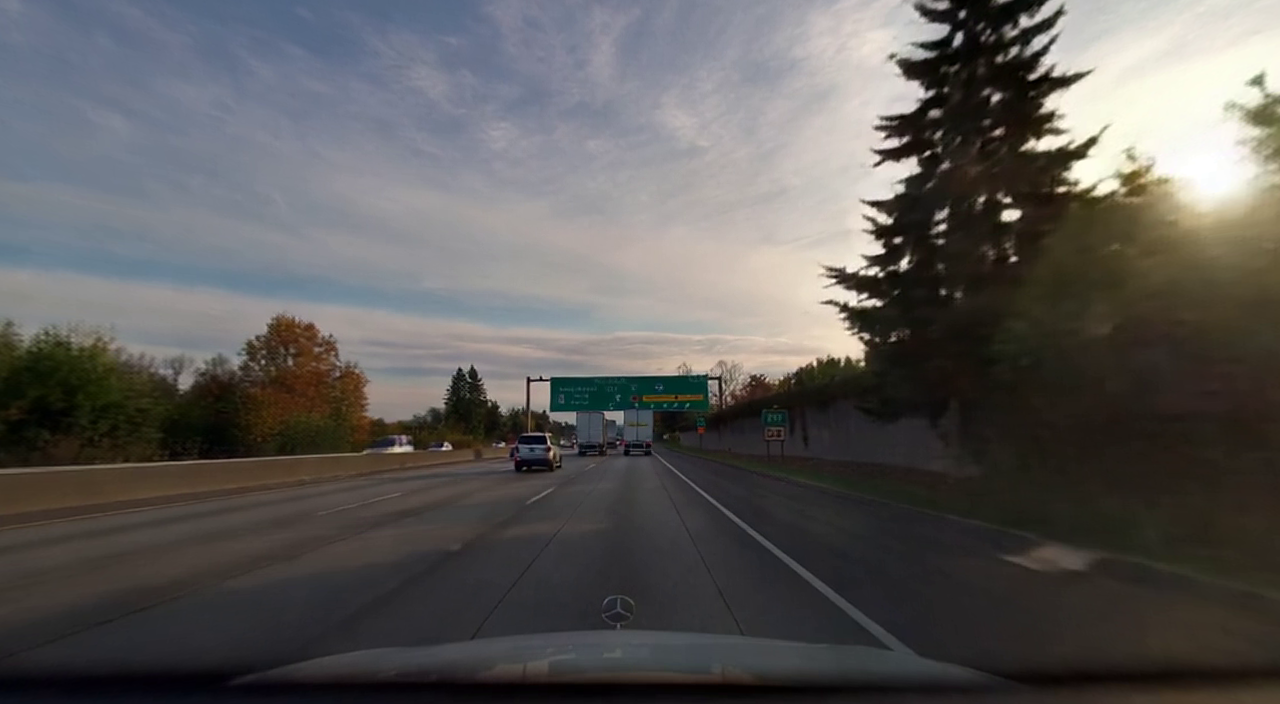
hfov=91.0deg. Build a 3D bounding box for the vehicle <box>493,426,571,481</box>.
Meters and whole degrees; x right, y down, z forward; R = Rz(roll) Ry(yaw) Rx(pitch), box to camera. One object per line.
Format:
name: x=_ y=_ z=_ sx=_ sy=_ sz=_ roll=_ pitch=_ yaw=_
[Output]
vehicle: x=-3.944 y=3.789 z=23.878 sx=2.127 sy=1.839 sz=4.984 roll=0 pitch=-8 yaw=-1
